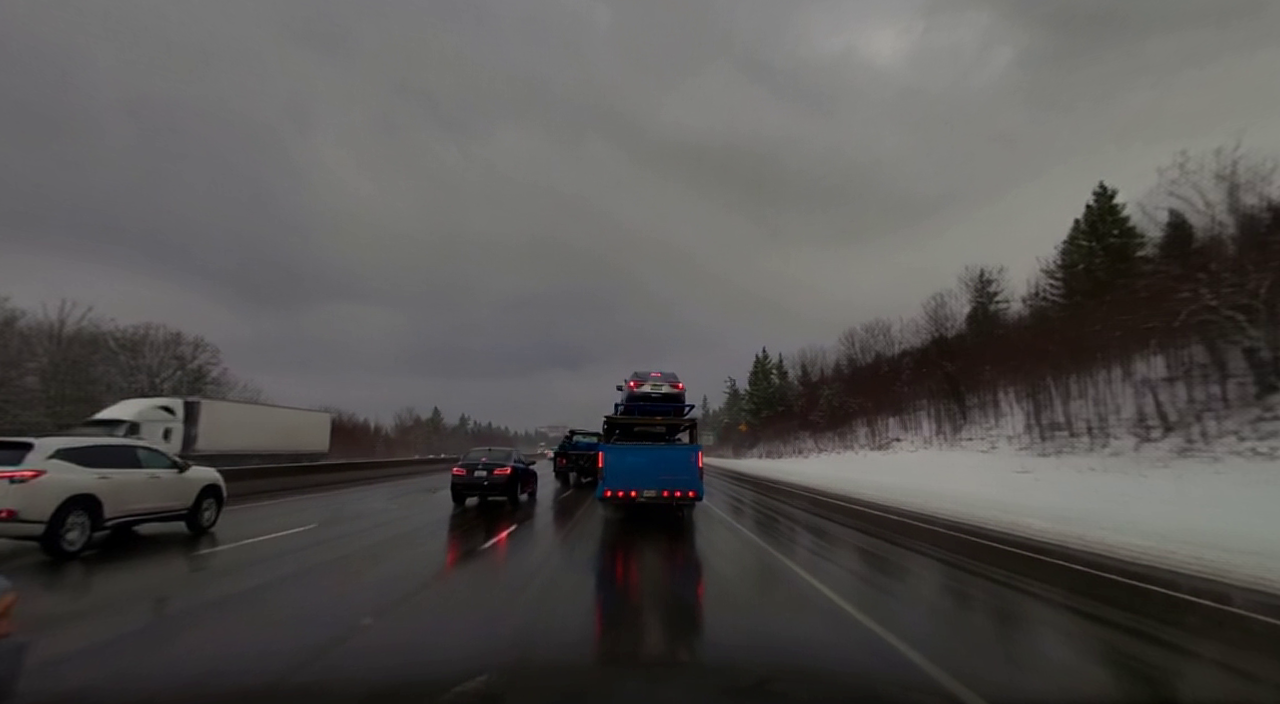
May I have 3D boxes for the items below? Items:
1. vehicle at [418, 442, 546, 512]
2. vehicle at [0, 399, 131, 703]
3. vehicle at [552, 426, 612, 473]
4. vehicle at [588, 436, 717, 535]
[{"bbox_3d":[-3.727,3.028,15.795,1.947,1.470,4.526,0,-9,1],"label":"vehicle"},{"bbox_3d":[-3.393,0.717,0.914,2.149,1.497,3.753,0,-9,0],"label":"vehicle"},{"bbox_3d":[-2.152,3.644,23.563,2.031,1.594,4.103,1,-9,-5],"label":"vehicle"},{"bbox_3d":[0.180,2.326,11.496,1.991,1.507,3.391,0,-9,0],"label":"vehicle"}]
